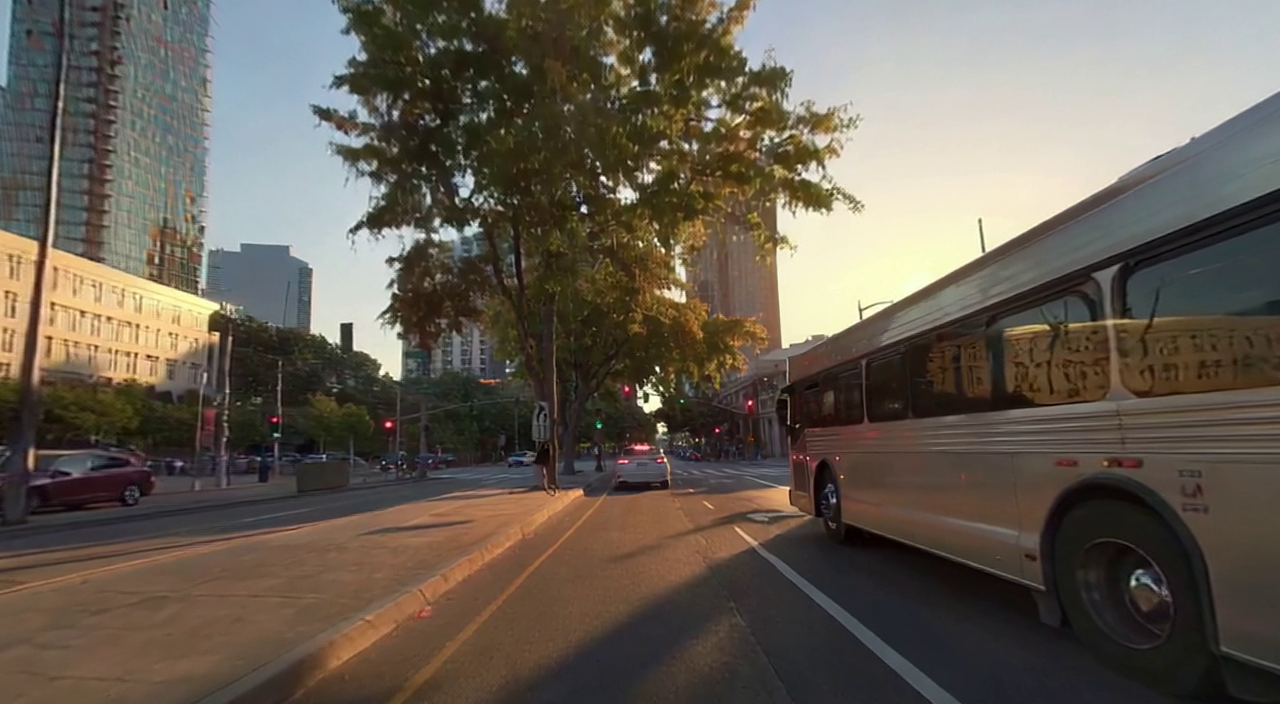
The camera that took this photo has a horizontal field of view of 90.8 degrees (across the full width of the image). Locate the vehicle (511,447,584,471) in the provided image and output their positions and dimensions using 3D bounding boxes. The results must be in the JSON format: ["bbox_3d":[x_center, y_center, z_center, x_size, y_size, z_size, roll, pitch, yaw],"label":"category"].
[{"bbox_3d":[-6.060,7.026,41.604,4.417,1.490,1.816,-3,-9,11],"label":"vehicle"}]

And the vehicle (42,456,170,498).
[{"bbox_3d":[-26.189,6.081,31.125,4.570,1.858,1.942,7,-11,-41],"label":"vehicle"}]

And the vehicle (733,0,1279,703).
[{"bbox_3d":[3.423,0.204,4.859,3.250,3.731,13.693,0,-8,0],"label":"vehicle"}]

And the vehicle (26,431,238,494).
[{"bbox_3d":[-29.399,6.419,37.188,9.150,3.310,2.988,6,-12,-37],"label":"vehicle"}]

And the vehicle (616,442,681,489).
[{"bbox_3d":[0.310,4.060,22.973,2.123,1.544,4.158,0,-8,1],"label":"vehicle"}]
